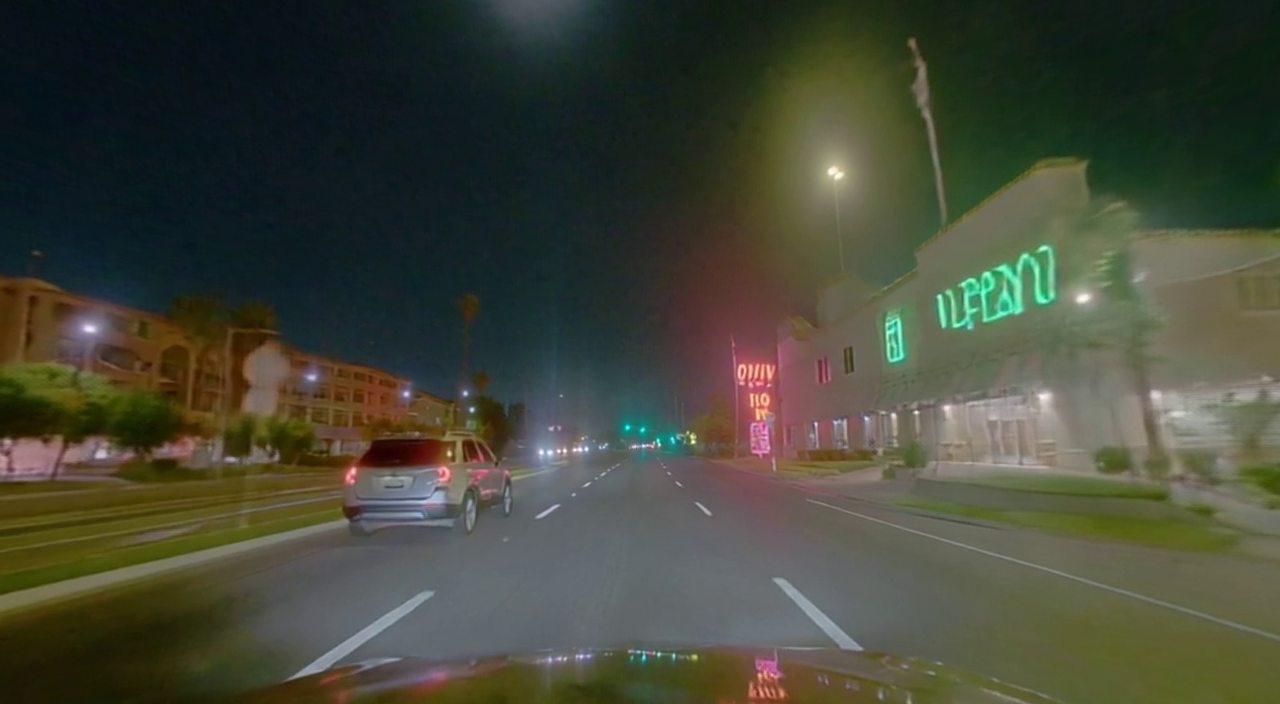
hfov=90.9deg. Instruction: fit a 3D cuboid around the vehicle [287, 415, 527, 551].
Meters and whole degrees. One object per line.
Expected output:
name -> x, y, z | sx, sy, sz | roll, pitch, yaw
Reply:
vehicle -> -3.377, 1.992, 10.354 | 2.062, 1.693, 4.669 | 0, -8, 1
